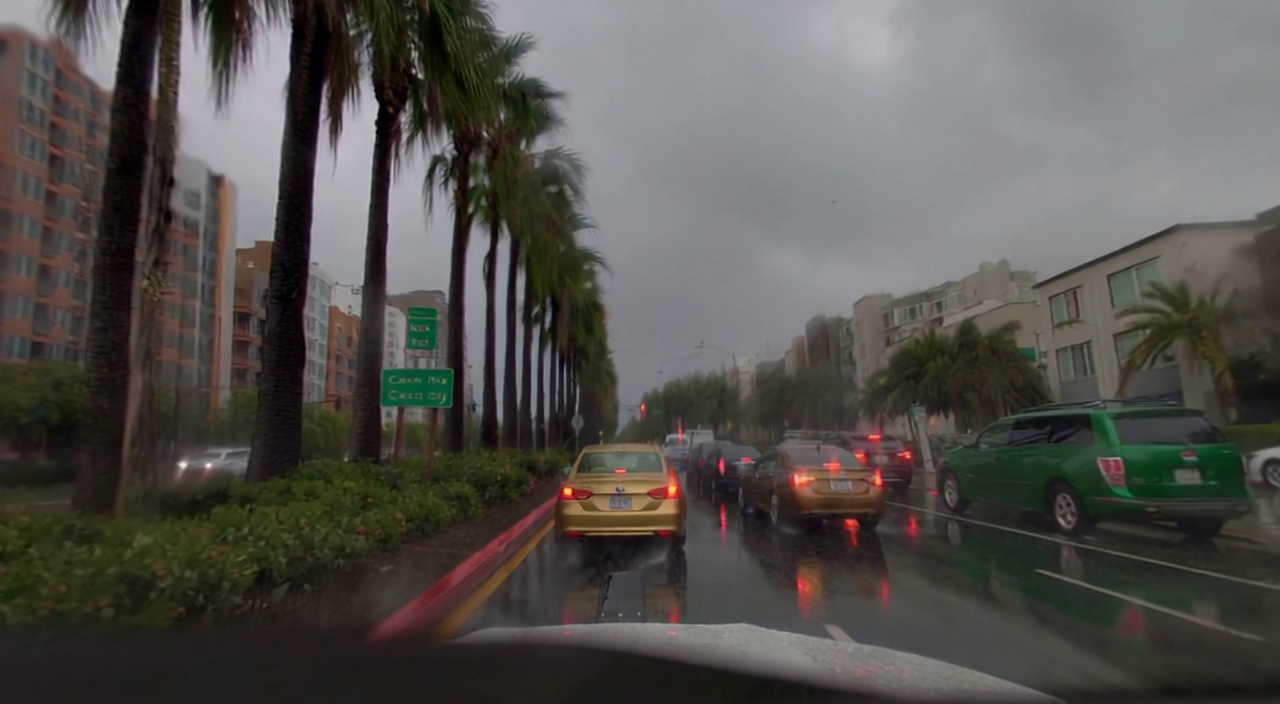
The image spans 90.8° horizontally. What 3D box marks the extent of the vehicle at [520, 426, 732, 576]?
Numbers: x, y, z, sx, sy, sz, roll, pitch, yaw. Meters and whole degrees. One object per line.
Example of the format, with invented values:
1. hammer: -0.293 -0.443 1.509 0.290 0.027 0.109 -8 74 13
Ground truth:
1. vehicle: -0.158 1.813 8.461 2.158 1.498 3.919 0 -8 0

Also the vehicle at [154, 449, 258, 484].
1. vehicle: -24.060 6.319 35.313 2.055 1.759 5.200 0 -8 0

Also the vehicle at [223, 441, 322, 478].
1. vehicle: -20.516 6.015 35.638 2.306 1.880 5.537 0 -8 -1

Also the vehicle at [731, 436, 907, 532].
1. vehicle: 3.089 2.362 11.992 1.925 1.451 4.436 0 -8 -2

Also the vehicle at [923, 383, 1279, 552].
1. vehicle: 7.193 1.832 10.643 2.254 2.072 5.577 0 -8 0
